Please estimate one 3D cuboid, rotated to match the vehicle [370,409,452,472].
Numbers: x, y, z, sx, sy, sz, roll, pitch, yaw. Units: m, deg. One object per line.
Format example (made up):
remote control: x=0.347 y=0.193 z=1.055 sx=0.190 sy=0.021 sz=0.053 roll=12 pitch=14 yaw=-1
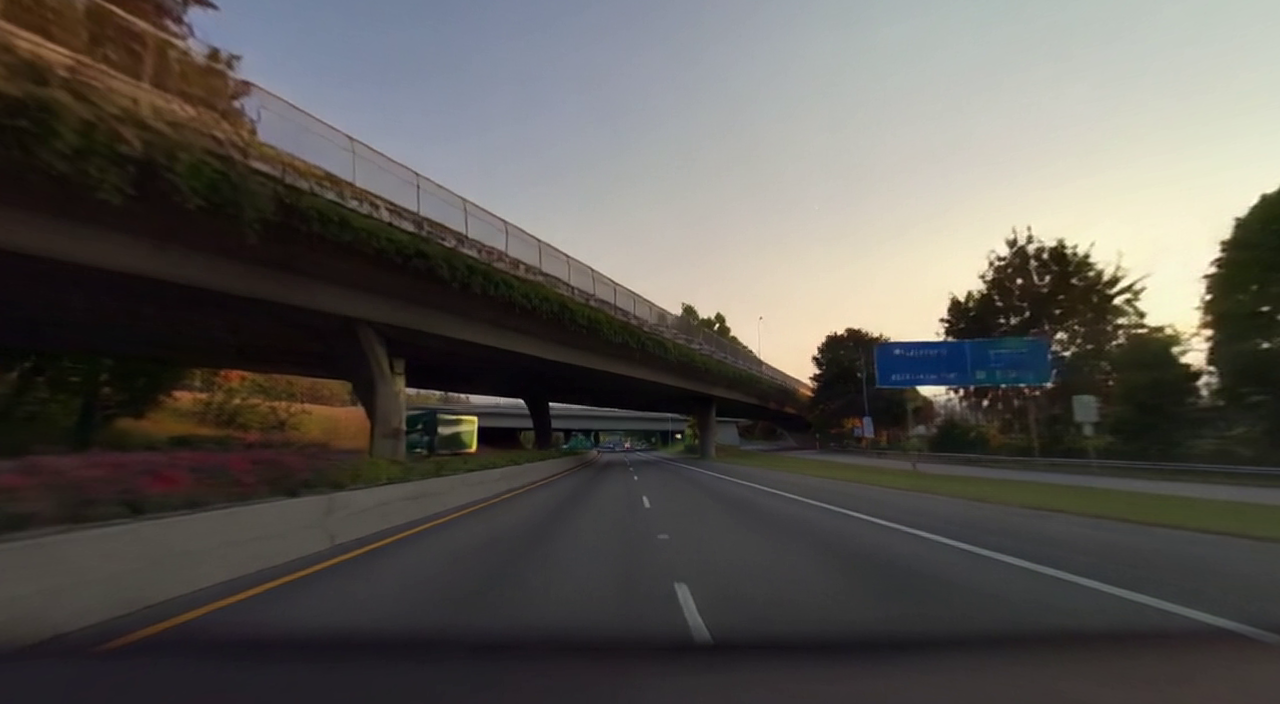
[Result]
vehicle: x=-15.804 y=6.183 z=43.971 sx=3.391 sy=4.040 sz=5.988 roll=1 pitch=-9 yaw=-1
